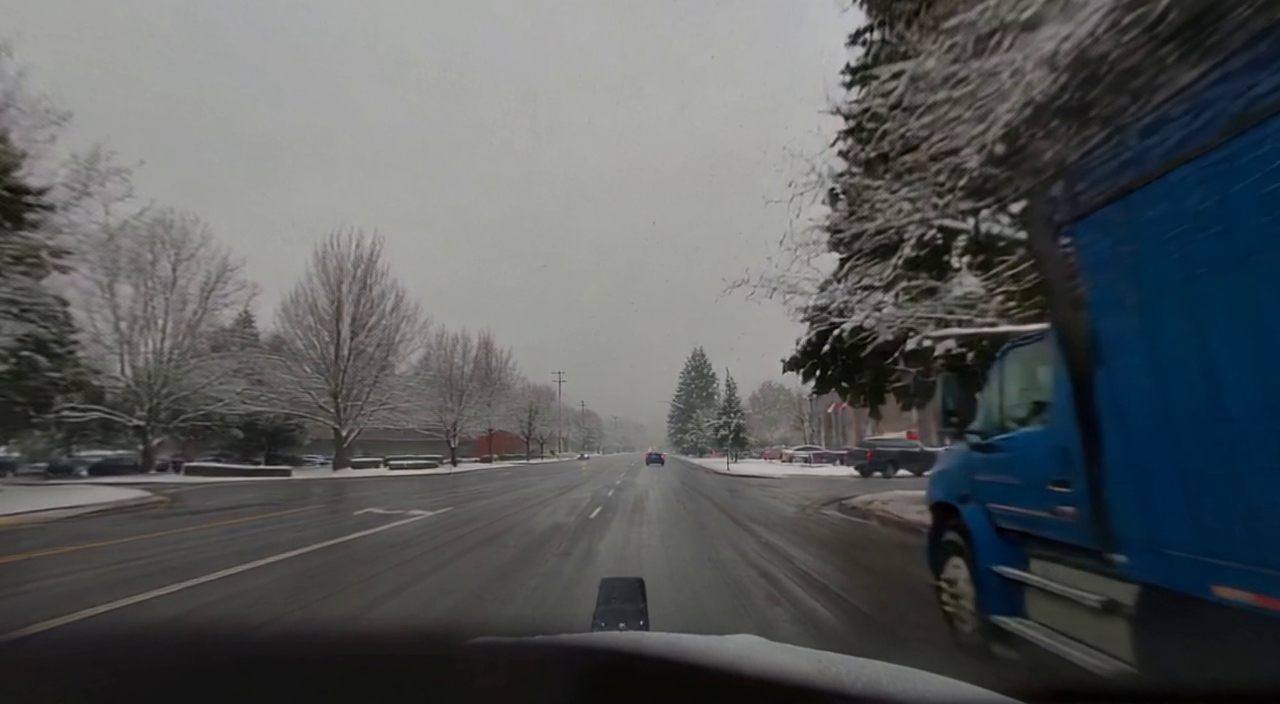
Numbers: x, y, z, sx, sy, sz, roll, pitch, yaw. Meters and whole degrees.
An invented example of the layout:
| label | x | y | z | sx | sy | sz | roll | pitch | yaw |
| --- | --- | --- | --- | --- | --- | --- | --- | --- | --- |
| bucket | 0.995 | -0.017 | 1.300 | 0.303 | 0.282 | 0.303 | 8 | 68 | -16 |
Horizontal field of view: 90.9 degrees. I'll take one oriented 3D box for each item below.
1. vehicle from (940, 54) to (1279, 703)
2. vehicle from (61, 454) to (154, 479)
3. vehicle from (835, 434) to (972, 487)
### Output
| label | x | y | z | sx | sy | sz | roll | pitch | yaw |
| --- | --- | --- | --- | --- | --- | --- | --- | --- | --- |
| vehicle | 3.723 | 0.294 | 1.833 | 2.698 | 2.863 | 6.317 | 4 | -9 | 1 |
| vehicle | -38.094 | 8.190 | 45.183 | 4.916 | 1.542 | 1.934 | -2 | -8 | -1 |
| vehicle | 10.271 | 4.192 | 24.635 | 4.655 | 1.828 | 2.223 | 3 | -9 | -24 |
